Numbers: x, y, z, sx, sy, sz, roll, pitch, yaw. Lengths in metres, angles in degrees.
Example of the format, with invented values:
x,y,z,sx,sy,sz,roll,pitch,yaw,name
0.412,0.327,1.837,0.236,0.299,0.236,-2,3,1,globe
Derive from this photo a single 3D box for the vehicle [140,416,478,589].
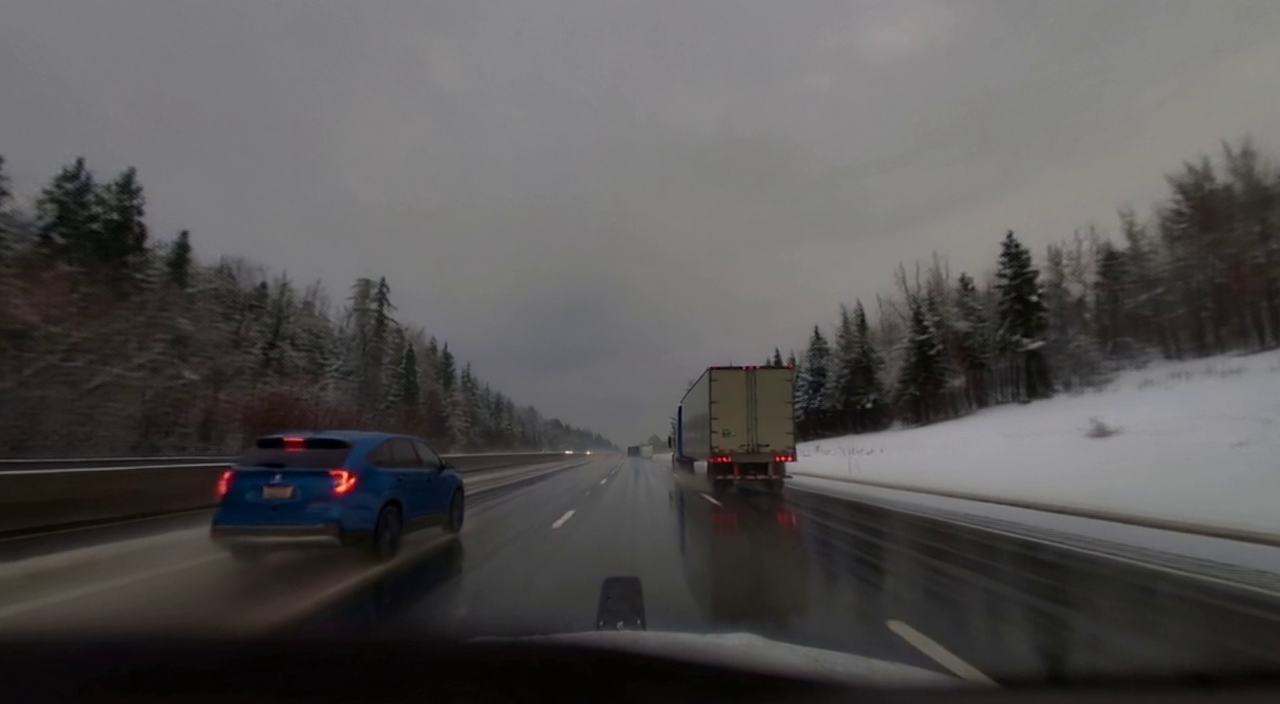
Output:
x,y,z,sx,sy,sz,roll,pitch,yaw,name
-3.792,1.803,8.351,2.115,1.670,4.261,0,-9,0,vehicle

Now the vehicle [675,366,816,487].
x,y,z,sx,sy,sz,roll,pitch,yaw,name
4.151,3.938,30.749,3.532,4.201,17.611,0,-9,-1,vehicle
